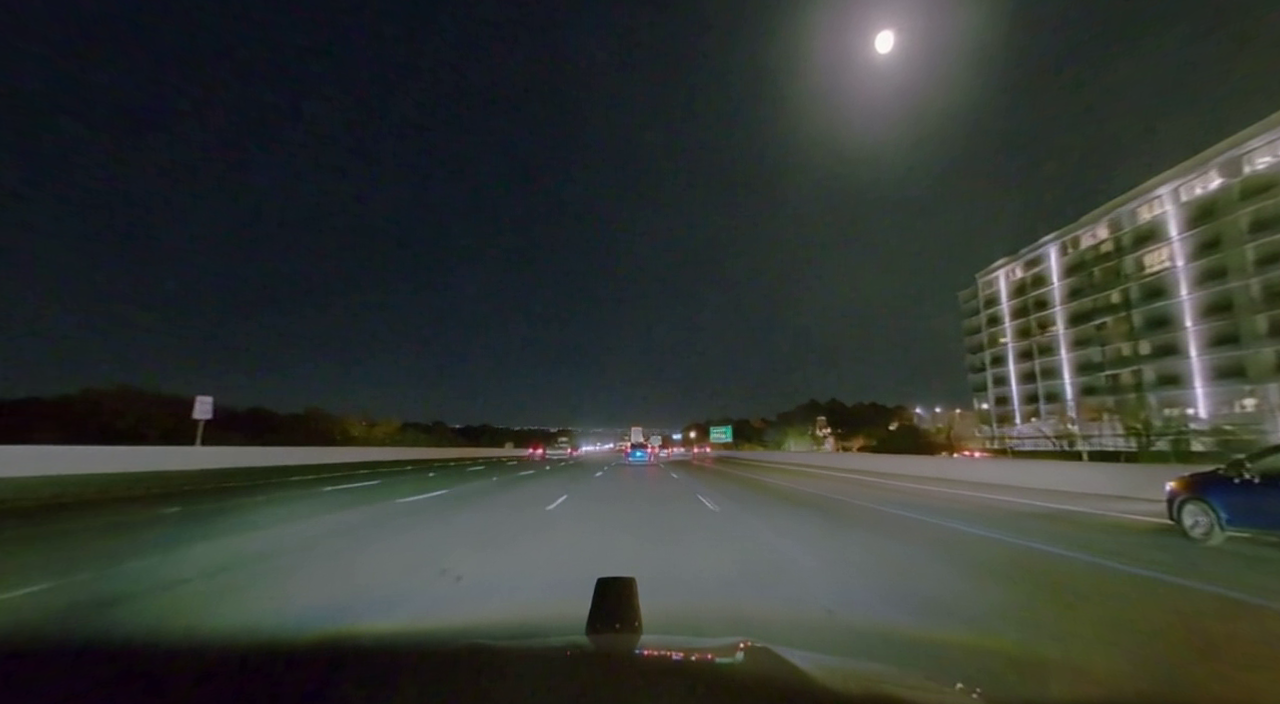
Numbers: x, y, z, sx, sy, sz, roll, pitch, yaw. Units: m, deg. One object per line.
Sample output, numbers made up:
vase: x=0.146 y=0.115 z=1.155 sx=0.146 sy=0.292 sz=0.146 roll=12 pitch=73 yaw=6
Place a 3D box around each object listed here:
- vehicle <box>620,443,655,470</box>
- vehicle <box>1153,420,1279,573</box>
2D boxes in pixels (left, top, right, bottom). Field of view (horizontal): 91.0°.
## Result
vehicle: x=-0.158 y=6.305 z=38.202 sx=2.036 sy=1.542 sz=3.891 roll=0 pitch=-8 yaw=0
vehicle: x=7.329 y=1.300 z=5.333 sx=1.937 sy=1.498 sz=4.710 roll=0 pitch=-8 yaw=-1
